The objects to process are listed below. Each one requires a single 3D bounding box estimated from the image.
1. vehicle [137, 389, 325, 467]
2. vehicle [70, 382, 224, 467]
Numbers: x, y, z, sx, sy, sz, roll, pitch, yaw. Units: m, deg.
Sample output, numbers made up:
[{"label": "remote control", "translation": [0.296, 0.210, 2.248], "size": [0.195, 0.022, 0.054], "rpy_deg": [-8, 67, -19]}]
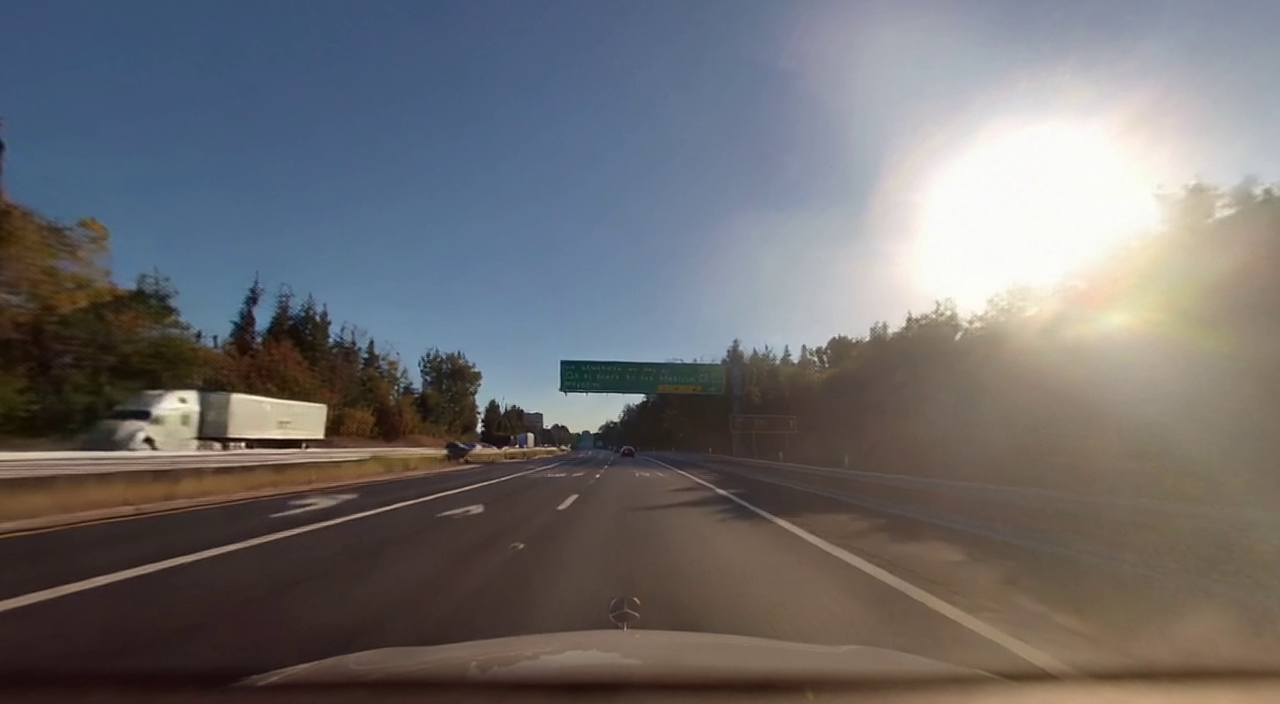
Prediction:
[{"label": "vehicle", "translation": [-25.112, 5.058, 40.185], "size": [2.942, 4.072, 13.992], "rpy_deg": [0, -9, -1]}, {"label": "vehicle", "translation": [-24.901, 3.795, 32.208], "size": [3.036, 3.953, 5.859], "rpy_deg": [0, -8, -2]}]
